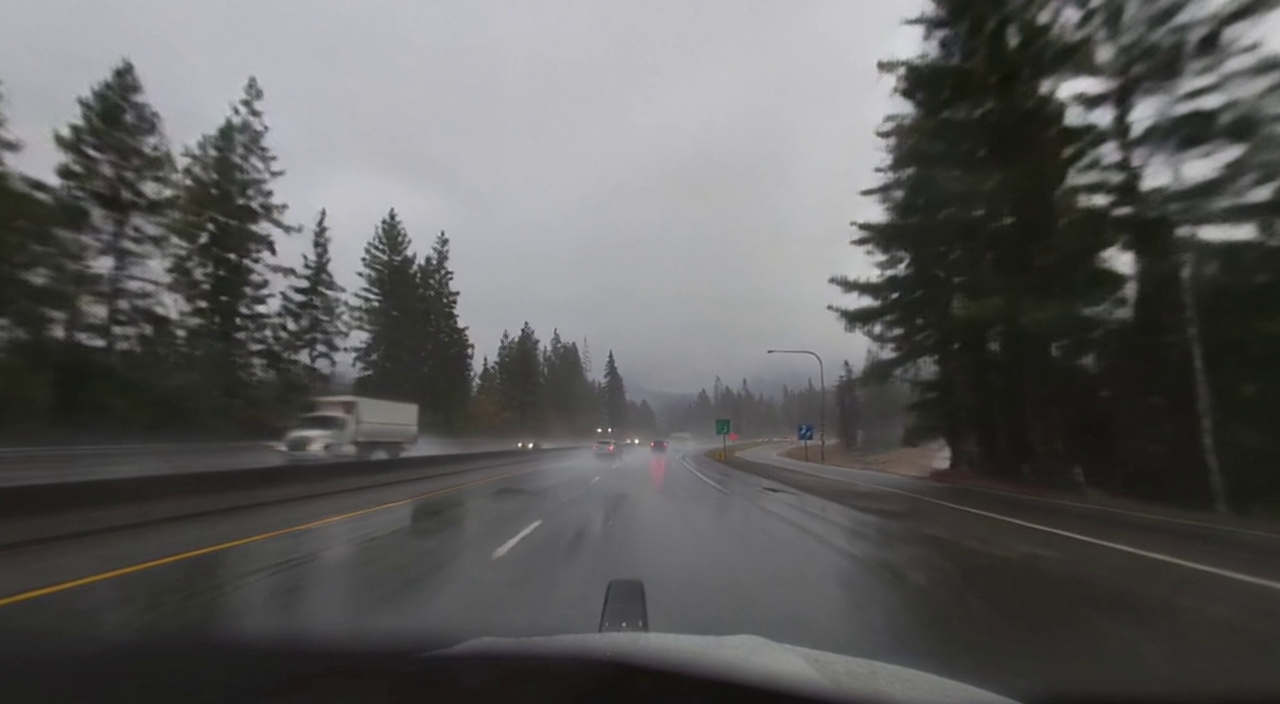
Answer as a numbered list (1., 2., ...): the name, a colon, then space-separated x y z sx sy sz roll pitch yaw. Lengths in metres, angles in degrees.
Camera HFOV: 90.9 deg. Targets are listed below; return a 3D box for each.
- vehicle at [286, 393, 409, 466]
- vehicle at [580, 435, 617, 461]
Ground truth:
1. vehicle: -17.573 4.839 38.825 2.951 3.934 8.914 -1 -8 2
2. vehicle: -2.983 6.972 45.921 2.129 1.742 4.217 -1 -8 4
